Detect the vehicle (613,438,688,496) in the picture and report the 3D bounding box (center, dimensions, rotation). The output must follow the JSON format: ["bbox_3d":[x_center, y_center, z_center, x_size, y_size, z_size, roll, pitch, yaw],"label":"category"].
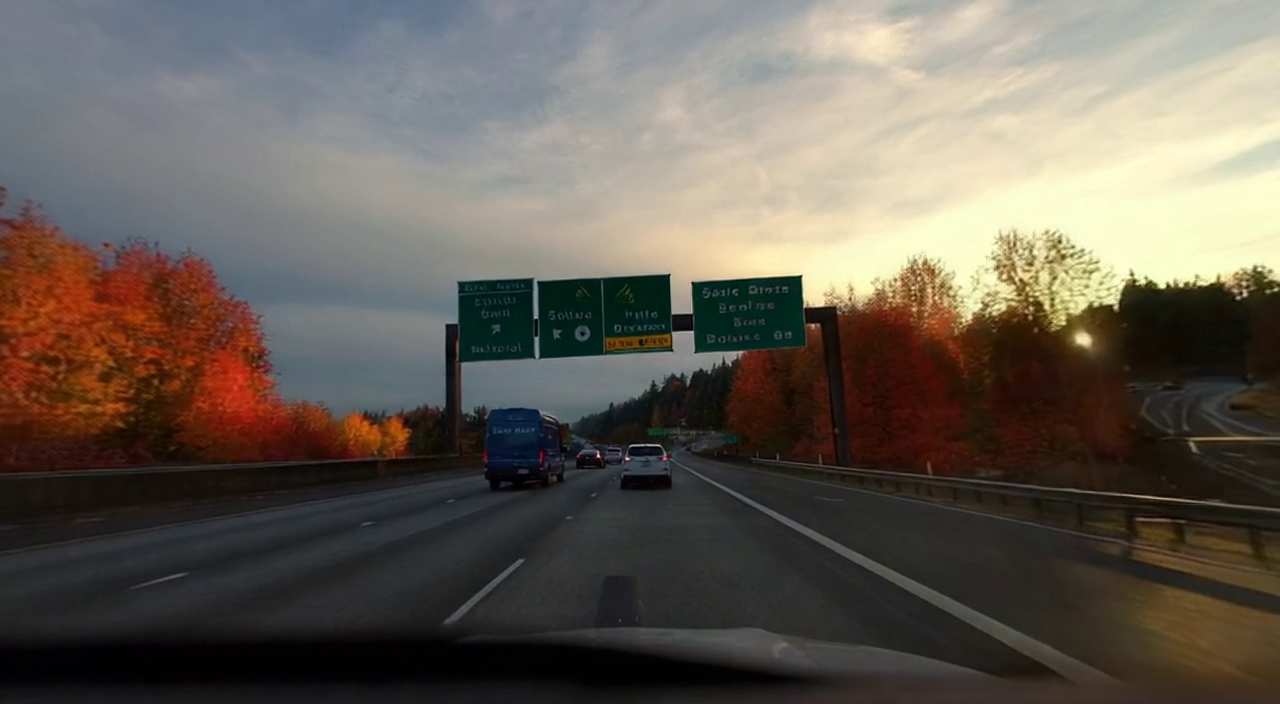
[{"bbox_3d":[0.362,3.688,20.418,2.195,1.679,4.070,-1,-9,2],"label":"vehicle"}]

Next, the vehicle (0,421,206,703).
[{"bbox_3d":[-3.834,0.944,2.029,1.977,1.485,3.973,0,-9,0],"label":"vehicle"}]

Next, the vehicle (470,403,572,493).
[{"bbox_3d":[-3.918,3.366,22.001,2.275,2.692,5.810,-1,-9,2],"label":"vehicle"}]

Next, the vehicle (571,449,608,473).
[{"bbox_3d":[-3.228,7.052,40.778,2.015,1.496,4.312,0,-9,1],"label":"vehicle"}]
